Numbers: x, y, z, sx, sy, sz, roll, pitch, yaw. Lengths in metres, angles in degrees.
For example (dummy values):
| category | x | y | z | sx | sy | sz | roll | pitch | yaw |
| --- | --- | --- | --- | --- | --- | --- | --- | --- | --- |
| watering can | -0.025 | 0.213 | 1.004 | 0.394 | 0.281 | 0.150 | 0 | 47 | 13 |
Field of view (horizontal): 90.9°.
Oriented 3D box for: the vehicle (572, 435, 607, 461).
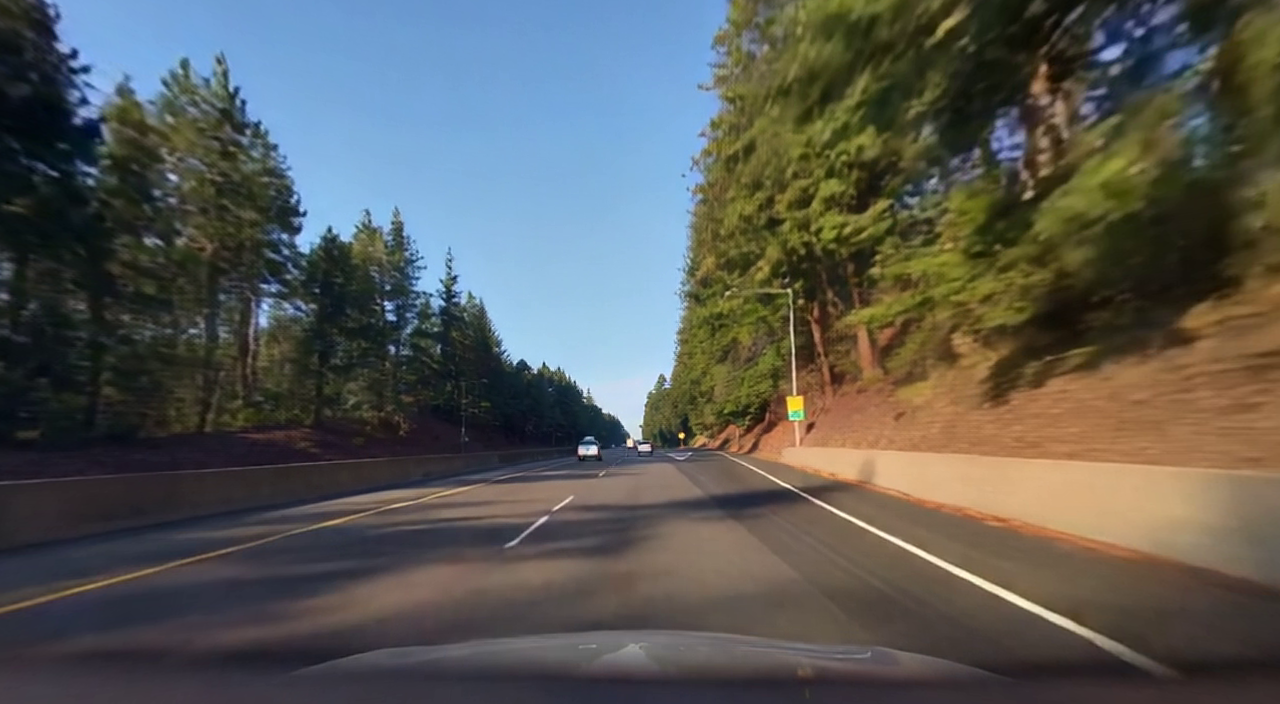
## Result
| category | x | y | z | sx | sy | sz | roll | pitch | yaw |
| --- | --- | --- | --- | --- | --- | --- | --- | --- | --- |
| vehicle | -3.581 | 6.925 | 45.561 | 2.129 | 1.742 | 4.217 | -1 | -8 | 1 |
